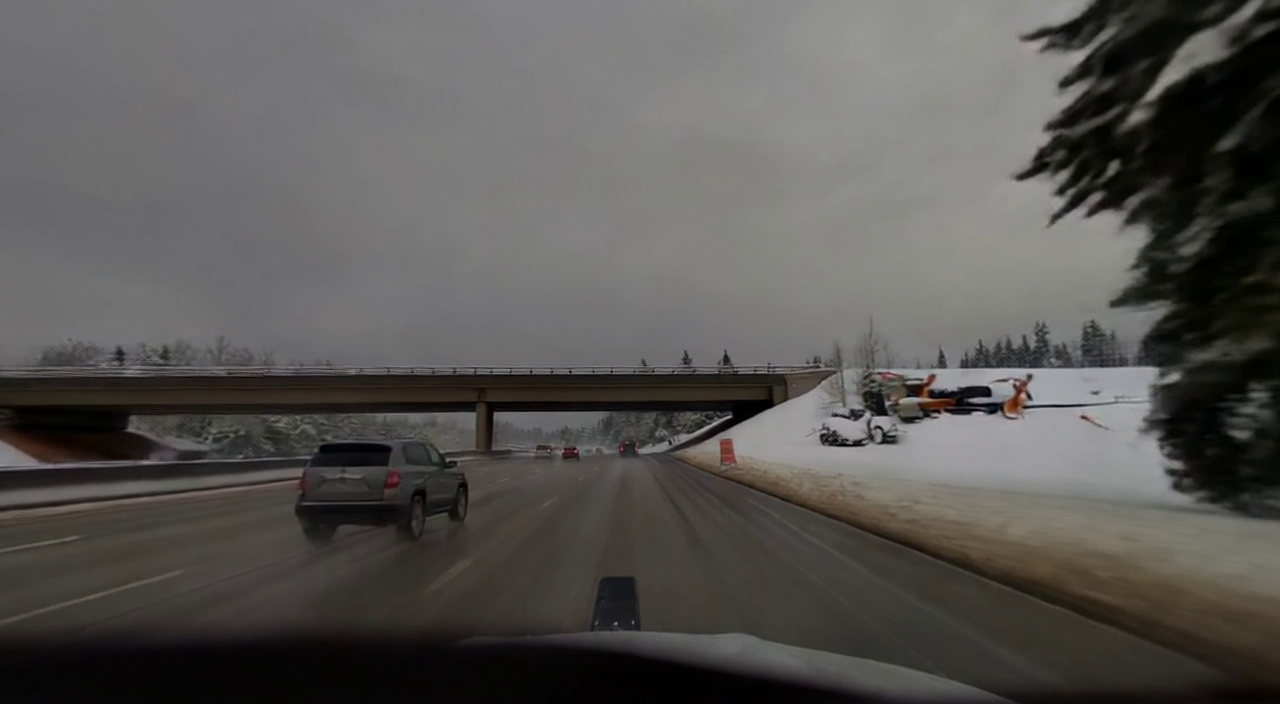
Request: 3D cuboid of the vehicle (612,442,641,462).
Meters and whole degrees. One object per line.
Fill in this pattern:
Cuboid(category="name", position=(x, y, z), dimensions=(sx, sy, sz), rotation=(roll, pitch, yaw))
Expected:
Cuboid(category="vehicle", position=(-1.050, 7.486, 47.378), dimensions=(2.051, 1.459, 4.092), rotation=(0, -8, -2))

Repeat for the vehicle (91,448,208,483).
Cuboid(category="vehicle", position=(-24.829, 5.739, 32.279), dimensions=(1.957, 1.617, 5.007), rotation=(0, -9, 0))

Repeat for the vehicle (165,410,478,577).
Cuboid(category="vehicle", position=(-3.718, 1.721, 8.454), dimensions=(2.024, 1.655, 4.192), rotation=(0, -9, -1))
